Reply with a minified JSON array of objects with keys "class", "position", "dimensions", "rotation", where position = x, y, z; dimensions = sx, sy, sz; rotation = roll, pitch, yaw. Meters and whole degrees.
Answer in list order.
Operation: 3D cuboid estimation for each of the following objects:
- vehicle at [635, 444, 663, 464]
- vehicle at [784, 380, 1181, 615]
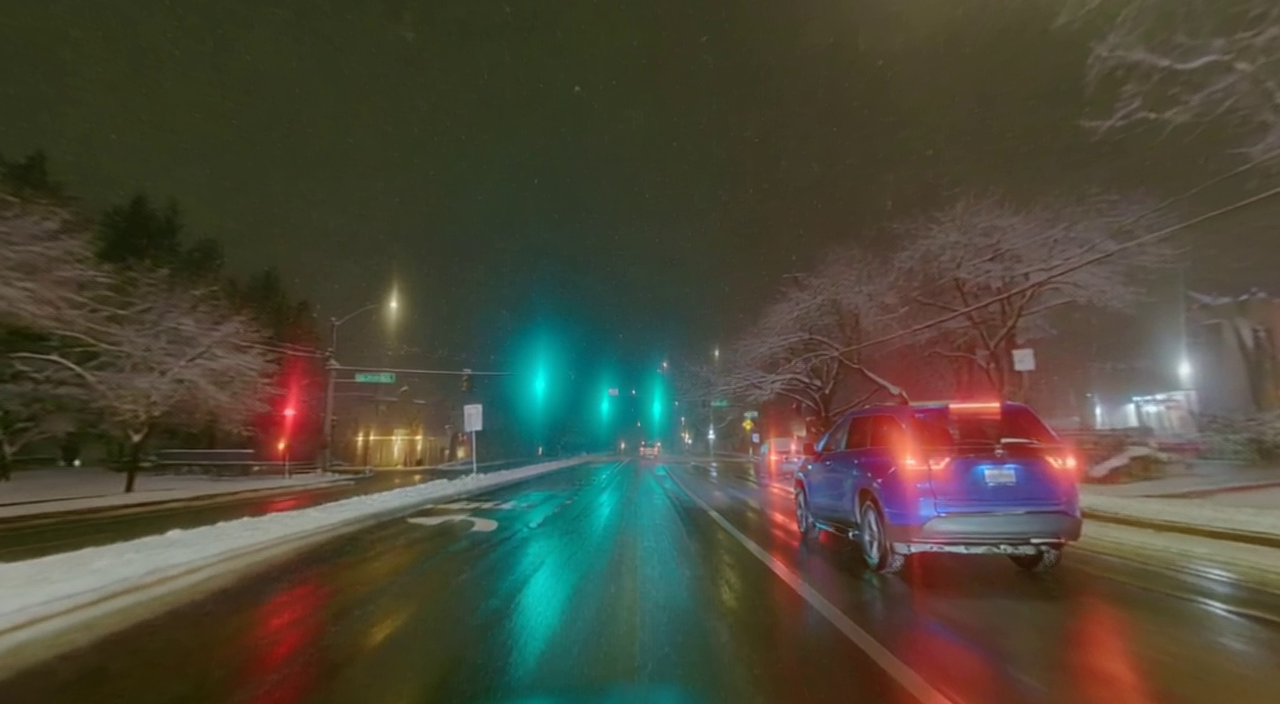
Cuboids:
[{"class":"vehicle","position":[0.711,7.936,49.055],"dimensions":[2.131,1.474,4.146],"rotation":[0,-8,1]},{"class":"vehicle","position":[3.238,1.473,7.268],"dimensions":[2.033,1.865,4.360],"rotation":[0,-8,-1]}]
